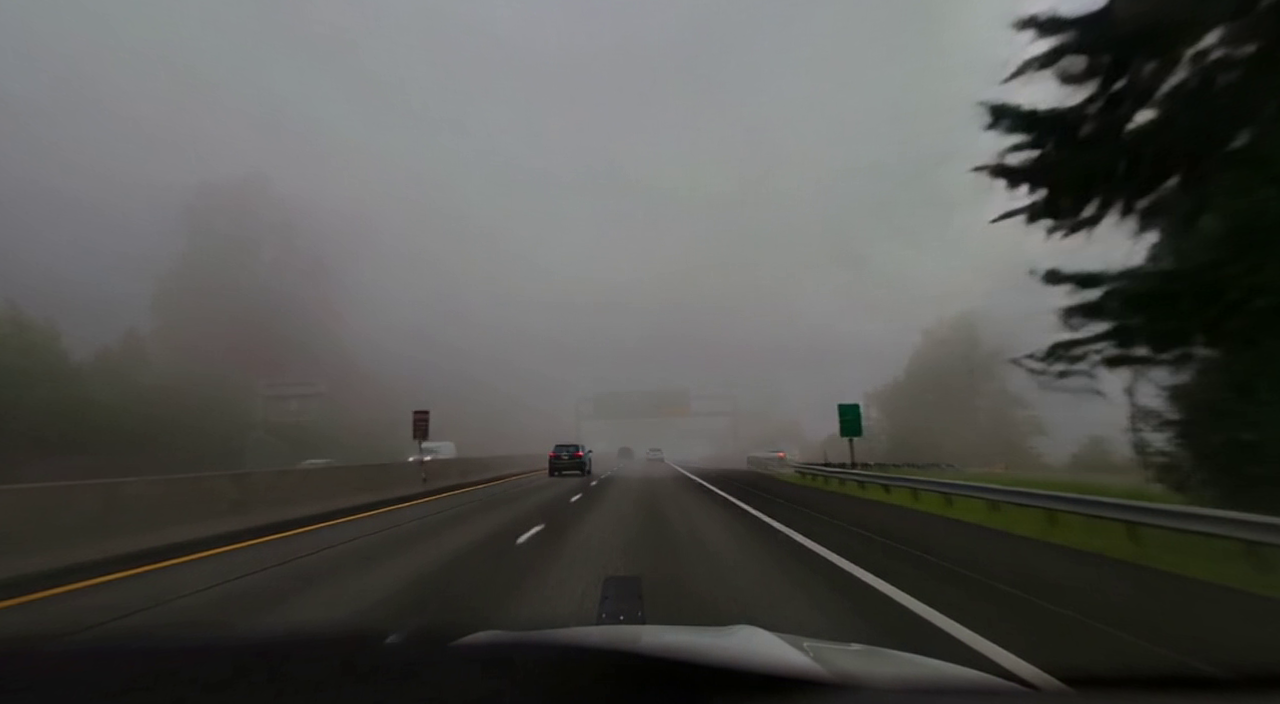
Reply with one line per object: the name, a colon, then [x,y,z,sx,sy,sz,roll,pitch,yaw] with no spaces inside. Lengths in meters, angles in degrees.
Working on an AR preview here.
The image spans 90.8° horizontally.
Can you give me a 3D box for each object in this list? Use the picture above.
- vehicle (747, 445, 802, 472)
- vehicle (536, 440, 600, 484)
vehicle: [8.611,6.847,40.784,2.021,1.639,4.203,1,-9,-10]
vehicle: [-2.886,4.490,26.103,2.037,1.638,4.274,0,-9,1]
